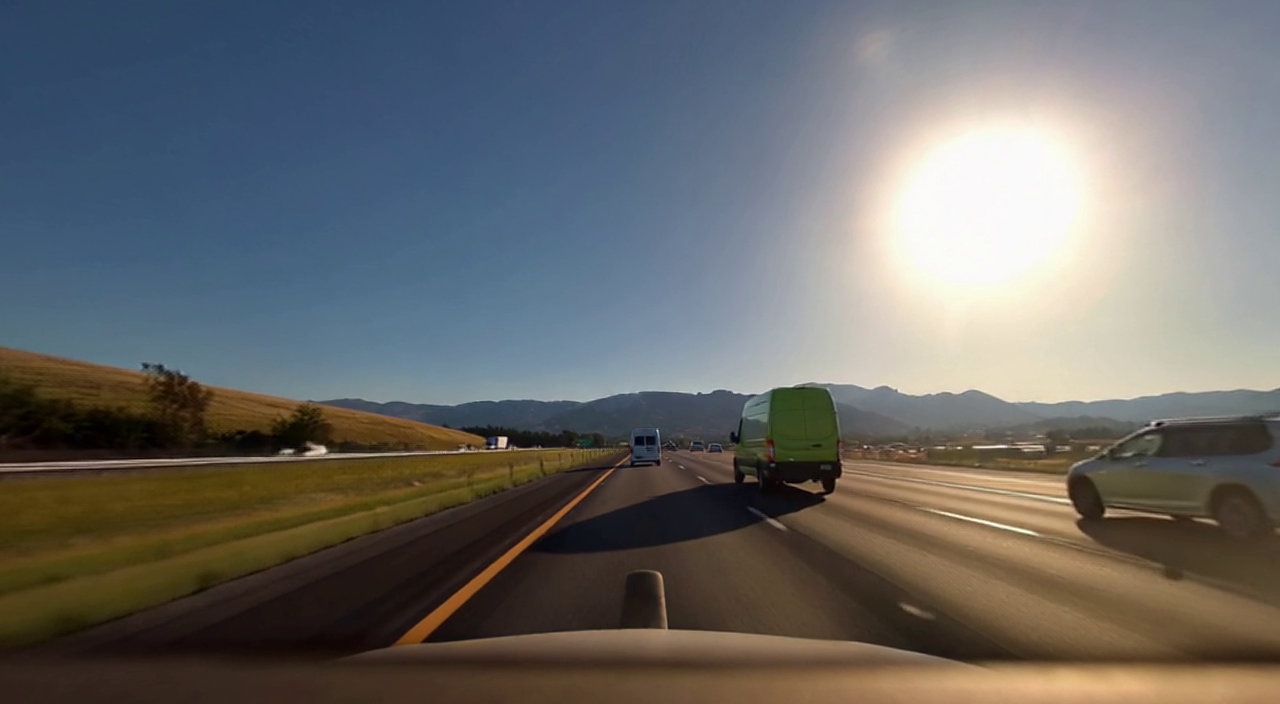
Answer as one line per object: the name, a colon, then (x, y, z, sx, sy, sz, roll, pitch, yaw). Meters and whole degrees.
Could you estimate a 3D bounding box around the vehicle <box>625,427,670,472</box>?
vehicle: (0.364, 4.930, 32.130, 2.131, 2.122, 4.473, 0, -8, 0)

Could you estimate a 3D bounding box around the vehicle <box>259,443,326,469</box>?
vehicle: (-24.592, 7.367, 44.859, 2.012, 1.697, 4.756, 0, -8, 1)

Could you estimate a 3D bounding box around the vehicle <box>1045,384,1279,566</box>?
vehicle: (7.946, 1.509, 8.091, 2.240, 1.925, 4.854, 0, -8, 0)

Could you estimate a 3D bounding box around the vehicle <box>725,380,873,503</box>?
vehicle: (3.877, 2.379, 16.858, 2.302, 2.670, 6.176, 0, -8, 0)
